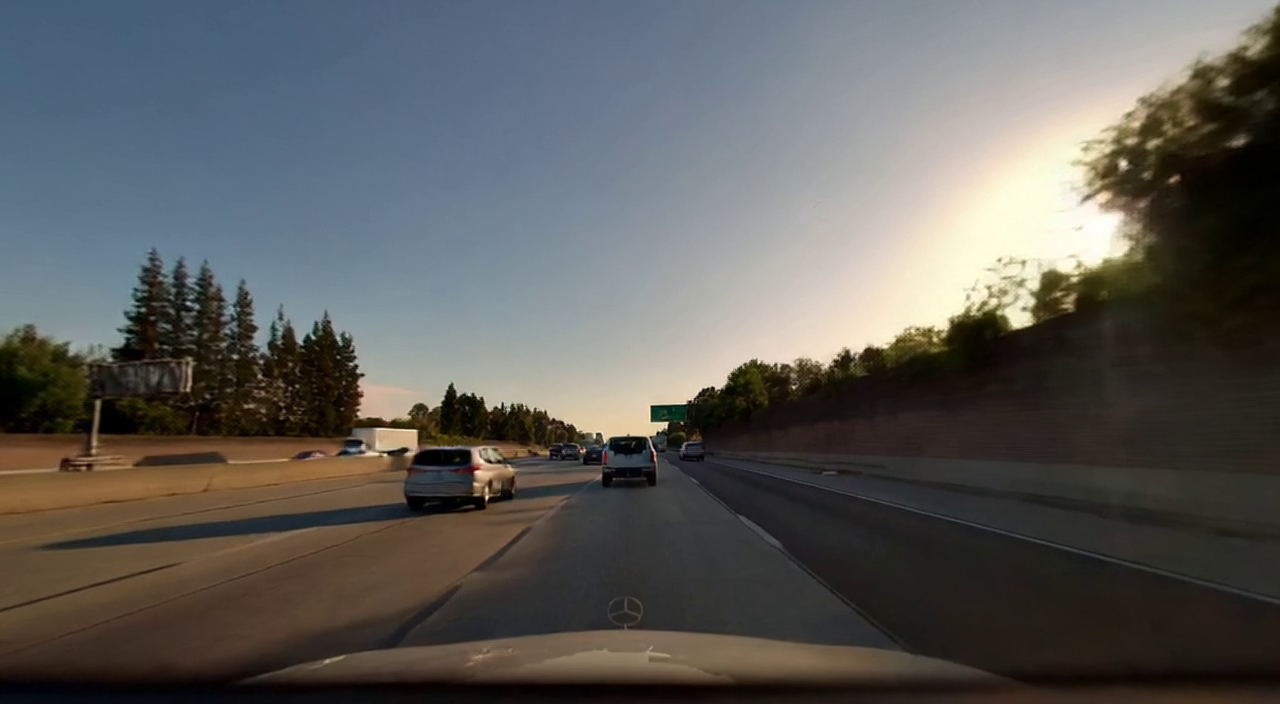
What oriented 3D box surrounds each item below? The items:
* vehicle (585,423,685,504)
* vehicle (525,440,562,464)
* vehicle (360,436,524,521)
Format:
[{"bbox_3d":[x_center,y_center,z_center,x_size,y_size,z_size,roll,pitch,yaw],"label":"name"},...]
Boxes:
[{"bbox_3d":[-0.117,2.836,16.345,2.233,1.804,4.273,0,-9,0],"label":"vehicle"},{"bbox_3d":[-7.255,7.587,47.742,2.024,1.706,4.249,0,-9,1],"label":"vehicle"},{"bbox_3d":[-3.772,2.491,12.926,1.967,1.442,4.143,0,-9,1],"label":"vehicle"}]
